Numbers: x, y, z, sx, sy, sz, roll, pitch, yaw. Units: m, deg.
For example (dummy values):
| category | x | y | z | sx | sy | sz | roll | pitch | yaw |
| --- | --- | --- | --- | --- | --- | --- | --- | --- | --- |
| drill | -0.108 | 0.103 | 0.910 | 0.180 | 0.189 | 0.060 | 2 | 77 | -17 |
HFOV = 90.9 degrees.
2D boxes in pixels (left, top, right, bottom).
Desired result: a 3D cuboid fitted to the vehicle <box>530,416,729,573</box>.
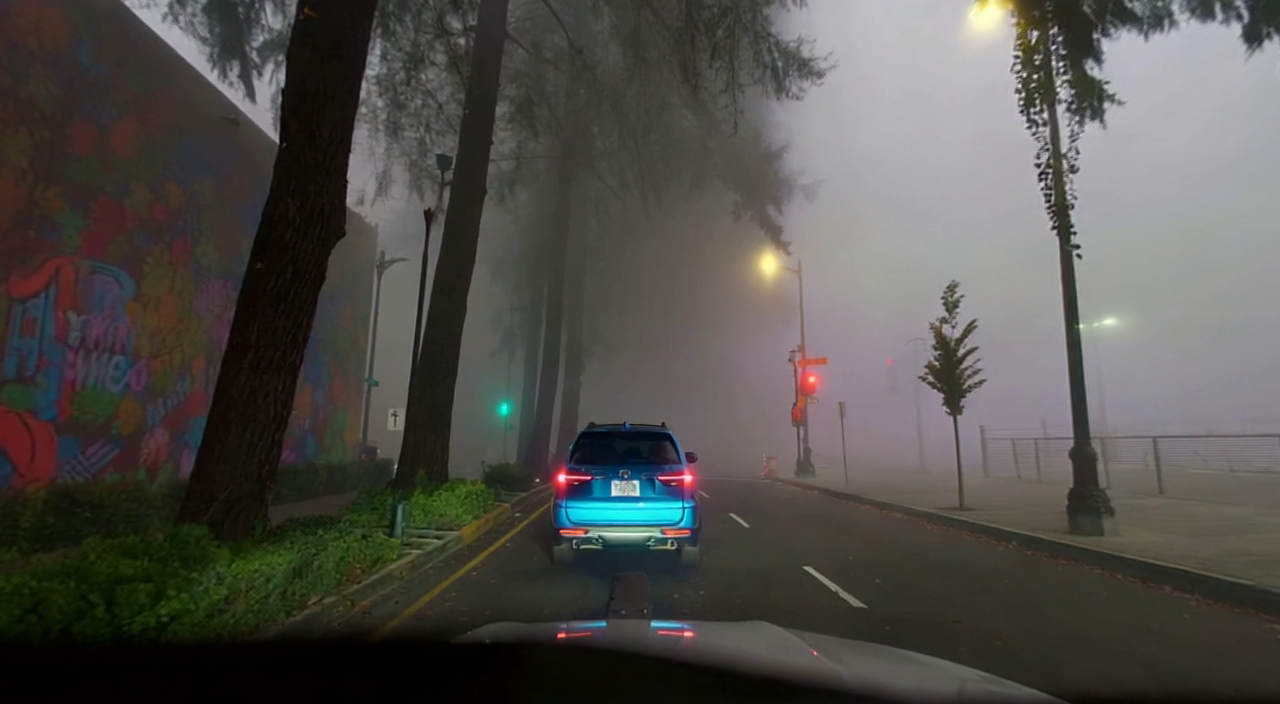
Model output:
| category | x | y | z | sx | sy | sz | roll | pitch | yaw |
| --- | --- | --- | --- | --- | --- | --- | --- | --- | --- |
| vehicle | -0.133 | 1.785 | 8.626 | 2.079 | 1.621 | 3.861 | 0 | -8 | -1 |
